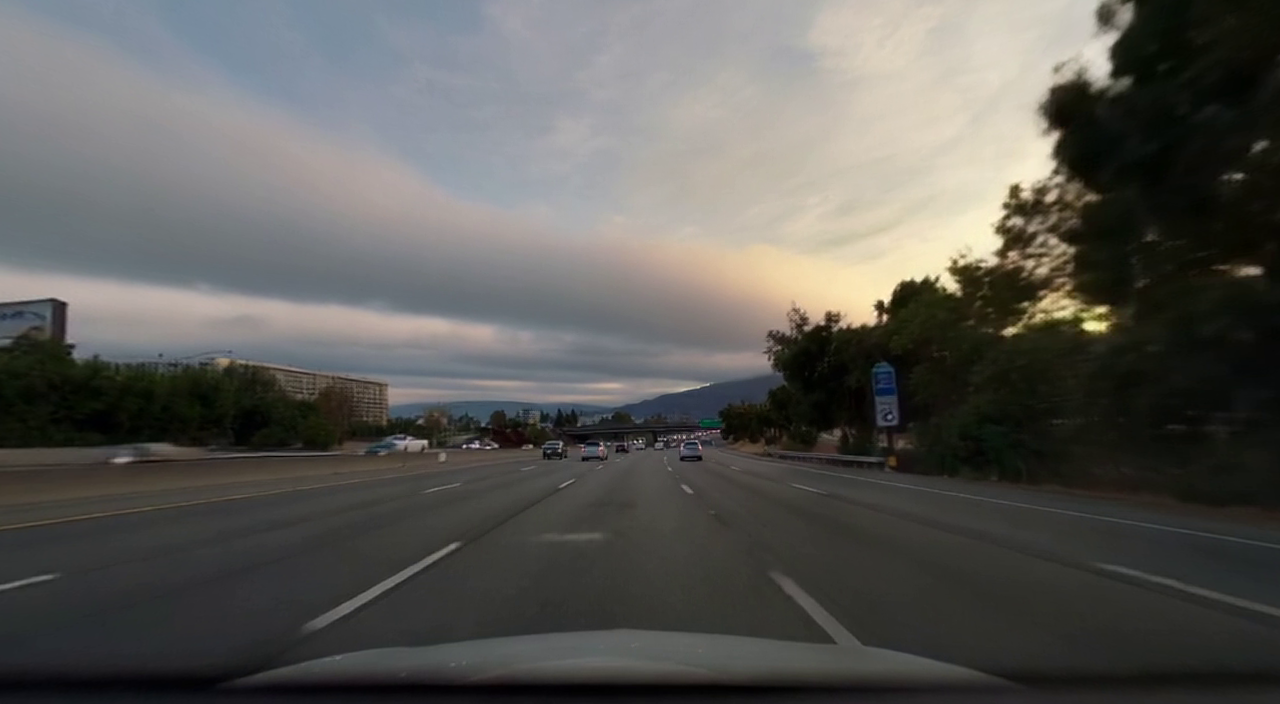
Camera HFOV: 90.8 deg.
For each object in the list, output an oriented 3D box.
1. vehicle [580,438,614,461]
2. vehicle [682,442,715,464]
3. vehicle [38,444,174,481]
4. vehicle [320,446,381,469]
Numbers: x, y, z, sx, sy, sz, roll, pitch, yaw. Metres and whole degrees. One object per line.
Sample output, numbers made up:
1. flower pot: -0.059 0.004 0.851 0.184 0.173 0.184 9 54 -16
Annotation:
1. vehicle: -3.291 7.563 49.016 2.179 1.693 4.204 0 -8 2
2. vehicle: 3.987 7.011 43.949 1.967 1.475 4.080 0 -8 1
3. vehicle: -23.606 4.887 28.223 1.893 1.489 4.706 0 -8 1
4. vehicle: -19.289 7.038 42.325 1.834 1.450 4.462 0 -8 2
